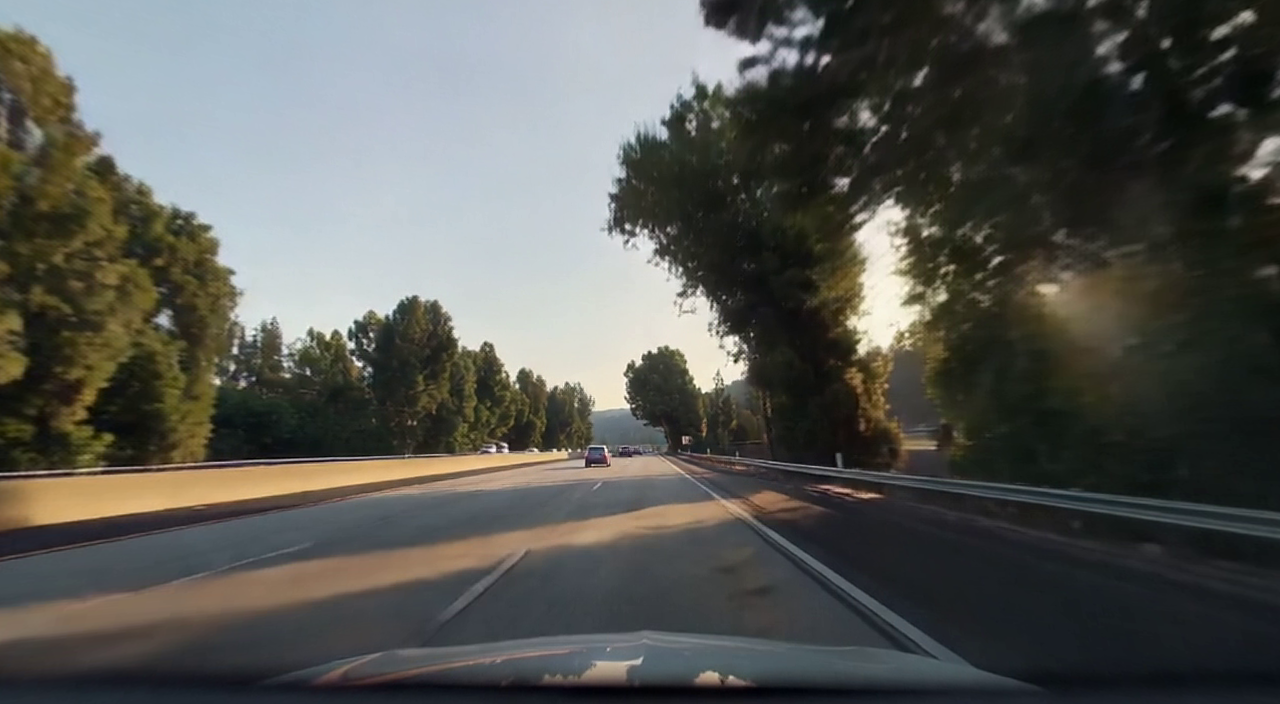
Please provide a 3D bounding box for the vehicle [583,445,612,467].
[{"bbox_3d":[-3.225,7.969,48.567,1.993,1.589,3.898,0,-8,0],"label":"vehicle"}]
